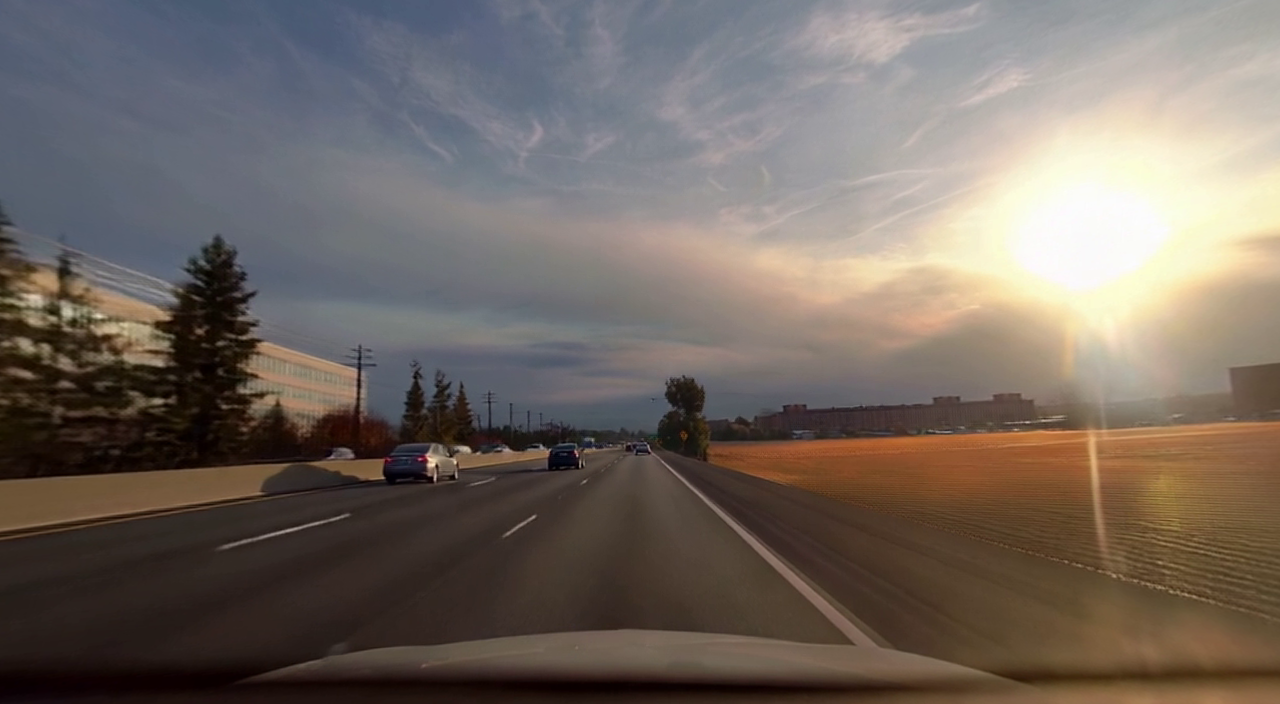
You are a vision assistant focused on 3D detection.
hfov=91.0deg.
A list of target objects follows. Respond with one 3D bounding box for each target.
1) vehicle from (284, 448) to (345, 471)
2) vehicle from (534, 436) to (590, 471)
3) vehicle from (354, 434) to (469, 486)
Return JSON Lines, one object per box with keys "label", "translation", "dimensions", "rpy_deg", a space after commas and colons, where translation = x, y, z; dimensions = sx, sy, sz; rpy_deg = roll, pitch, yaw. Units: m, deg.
{"label": "vehicle", "translation": [-22.825, 7.531, 44.383], "dimensions": [1.831, 1.515, 4.496], "rpy_deg": [0, -8, 1]}
{"label": "vehicle", "translation": [-3.814, 5.085, 31.656], "dimensions": [2.083, 1.588, 4.801], "rpy_deg": [0, -8, 1]}
{"label": "vehicle", "translation": [-7.470, 3.578, 21.176], "dimensions": [2.034, 1.523, 4.627], "rpy_deg": [0, -8, 1]}
